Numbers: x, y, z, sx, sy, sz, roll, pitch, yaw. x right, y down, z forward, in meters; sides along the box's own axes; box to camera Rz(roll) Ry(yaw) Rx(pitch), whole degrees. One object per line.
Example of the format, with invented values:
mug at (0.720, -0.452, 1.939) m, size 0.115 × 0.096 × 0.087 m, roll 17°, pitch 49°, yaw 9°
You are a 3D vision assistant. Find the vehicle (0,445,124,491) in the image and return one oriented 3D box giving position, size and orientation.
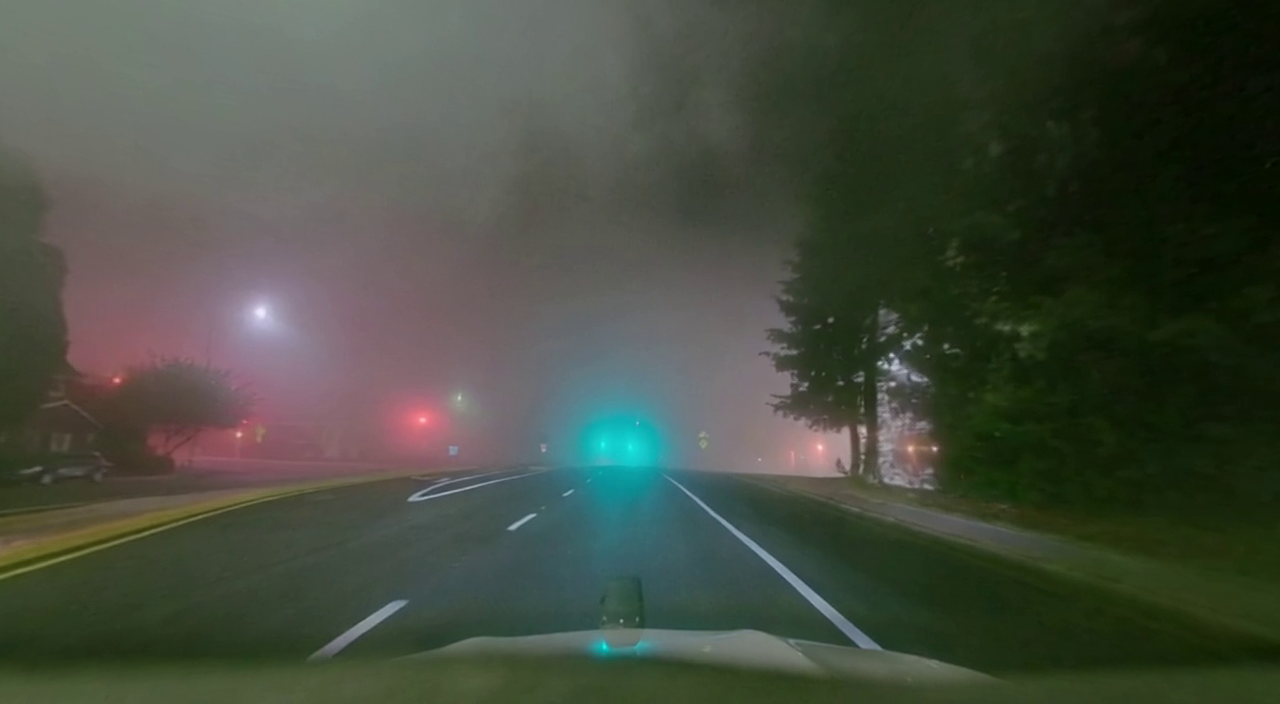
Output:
vehicle at (-22.713, 4.374, 24.133) m, size 2.049 × 1.578 × 4.787 m, roll -1°, pitch -9°, yaw -2°
